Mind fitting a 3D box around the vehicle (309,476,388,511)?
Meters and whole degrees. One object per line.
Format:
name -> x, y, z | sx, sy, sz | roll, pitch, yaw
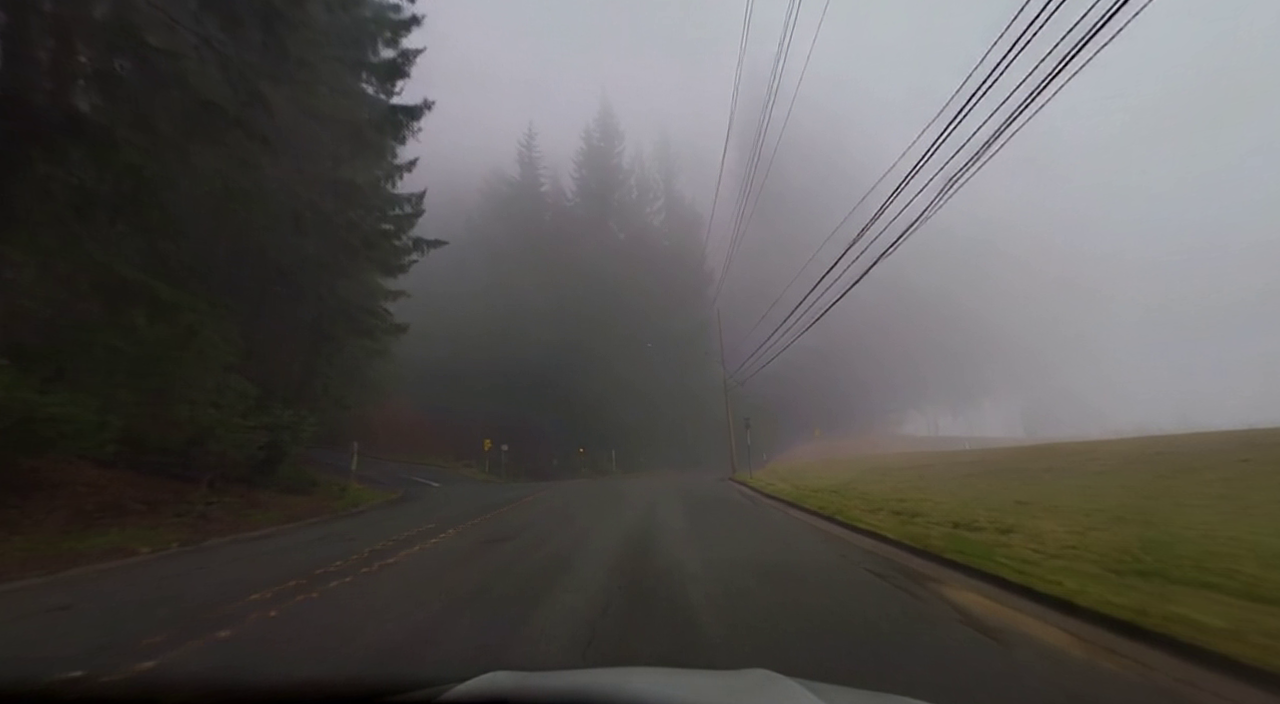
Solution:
vehicle -> -16.322, 7.866, 35.279 | 4.043, 1.673, 1.970 | -5, -10, 30
